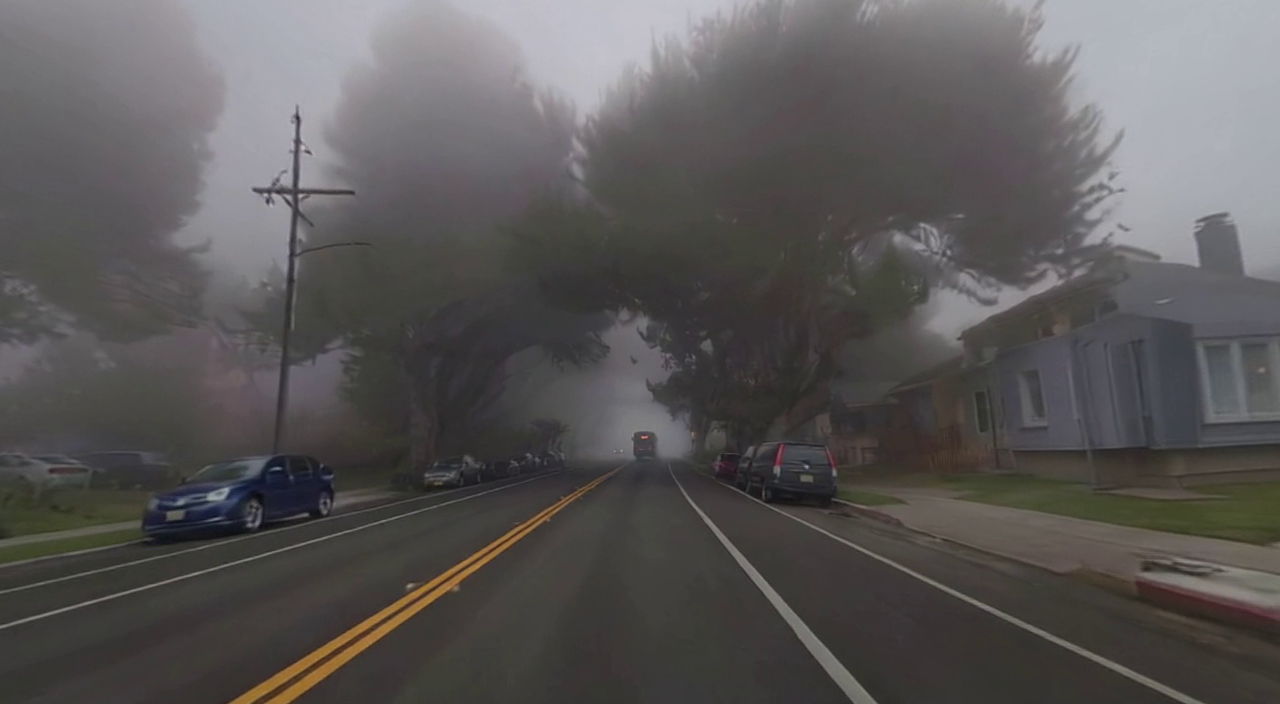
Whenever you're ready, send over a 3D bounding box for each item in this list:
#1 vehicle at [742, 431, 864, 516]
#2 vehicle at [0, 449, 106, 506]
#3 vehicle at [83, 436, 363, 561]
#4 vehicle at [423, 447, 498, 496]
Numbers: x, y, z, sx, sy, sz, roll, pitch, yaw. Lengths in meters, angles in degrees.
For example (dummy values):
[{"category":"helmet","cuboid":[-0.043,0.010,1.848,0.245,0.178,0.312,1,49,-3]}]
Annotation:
[{"category":"vehicle","cuboid":[4.325,3.281,17.584,2.060,1.833,4.927,5,-9,1]},{"category":"vehicle","cuboid":[-19.814,3.896,19.818,4.197,1.659,2.059,0,-8,0]},{"category":"vehicle","cuboid":[-7.957,2.768,12.970,2.094,1.840,5.450,-4,-8,0]},{"category":"vehicle","cuboid":[-7.736,5.131,27.691,1.898,1.755,4.603,-5,-8,-1]}]
